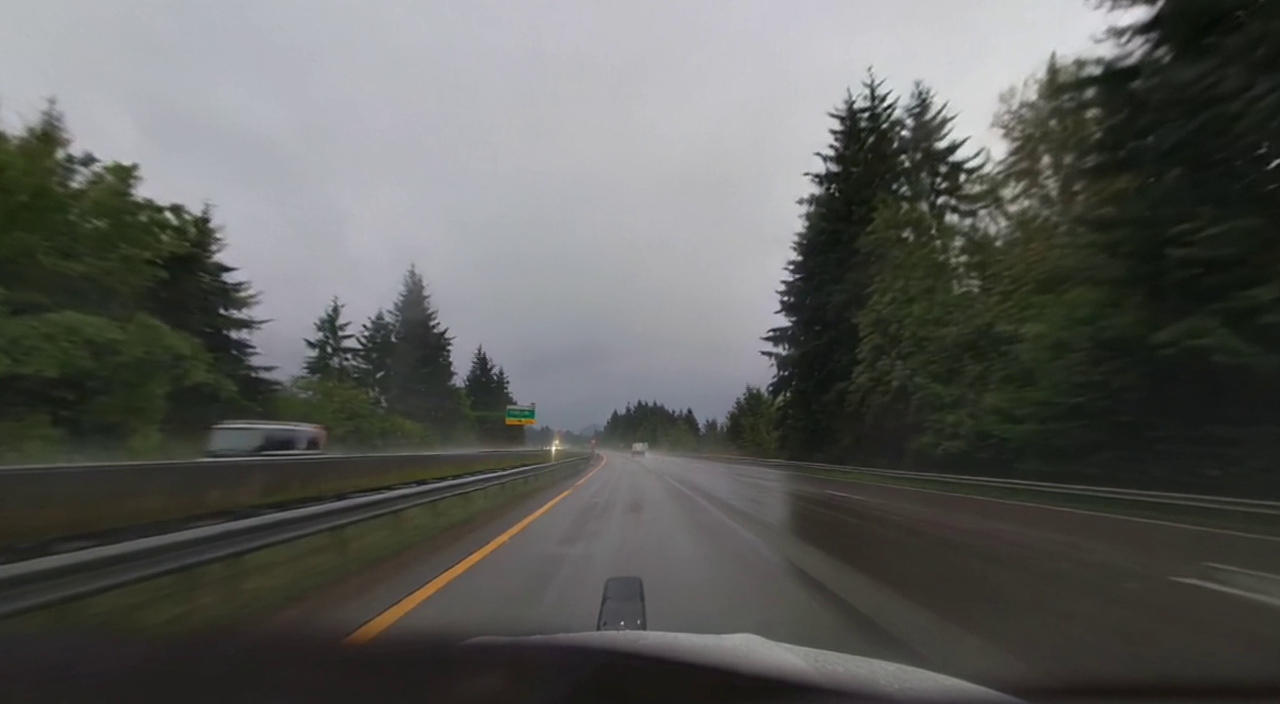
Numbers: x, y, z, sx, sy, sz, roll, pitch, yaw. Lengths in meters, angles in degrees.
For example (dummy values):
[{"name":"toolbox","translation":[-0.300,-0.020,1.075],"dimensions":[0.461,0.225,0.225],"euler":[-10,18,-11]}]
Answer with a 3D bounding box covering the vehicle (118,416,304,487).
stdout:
[{"name":"vehicle","translation":[-12.962,3.101,19.649],"dimensions":[2.134,1.893,5.320],"euler":[0,-9,-1]}]
